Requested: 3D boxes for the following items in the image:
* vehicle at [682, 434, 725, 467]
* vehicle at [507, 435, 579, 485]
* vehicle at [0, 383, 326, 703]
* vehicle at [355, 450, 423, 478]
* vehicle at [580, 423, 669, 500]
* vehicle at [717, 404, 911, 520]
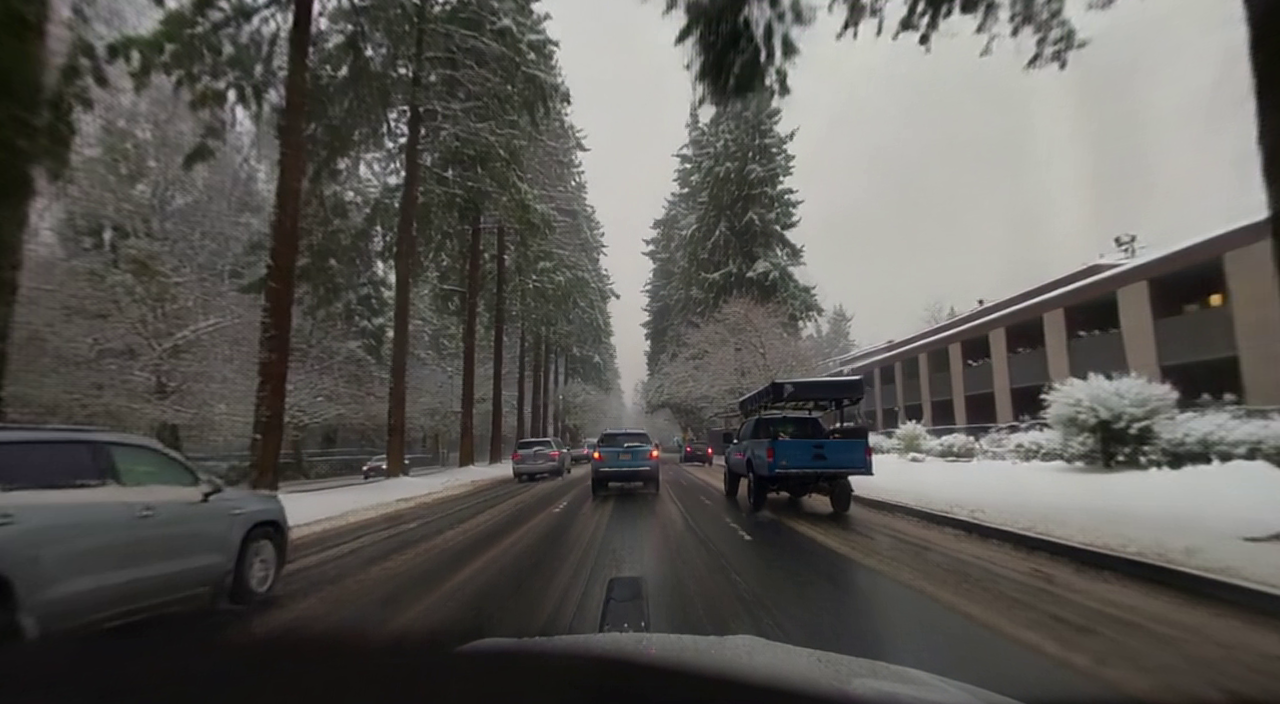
[{"bbox_3d":[3.907,6.199,39.718,2.183,1.948,4.633,0,-9,-1],"label":"vehicle"},{"bbox_3d":[-3.400,3.861,22.830,1.894,1.642,3.861,0,-9,1],"label":"vehicle"},{"bbox_3d":[-3.936,1.039,3.446,1.959,1.614,4.676,0,-9,1],"label":"vehicle"},{"bbox_3d":[-14.534,6.484,36.802,2.001,1.441,4.488,-1,-9,1],"label":"vehicle"},{"bbox_3d":[-0.307,2.857,16.725,2.075,1.770,4.018,0,-9,1],"label":"vehicle"},{"bbox_3d":[3.471,2.417,14.314,2.655,2.054,6.098,0,-9,0],"label":"vehicle"}]
